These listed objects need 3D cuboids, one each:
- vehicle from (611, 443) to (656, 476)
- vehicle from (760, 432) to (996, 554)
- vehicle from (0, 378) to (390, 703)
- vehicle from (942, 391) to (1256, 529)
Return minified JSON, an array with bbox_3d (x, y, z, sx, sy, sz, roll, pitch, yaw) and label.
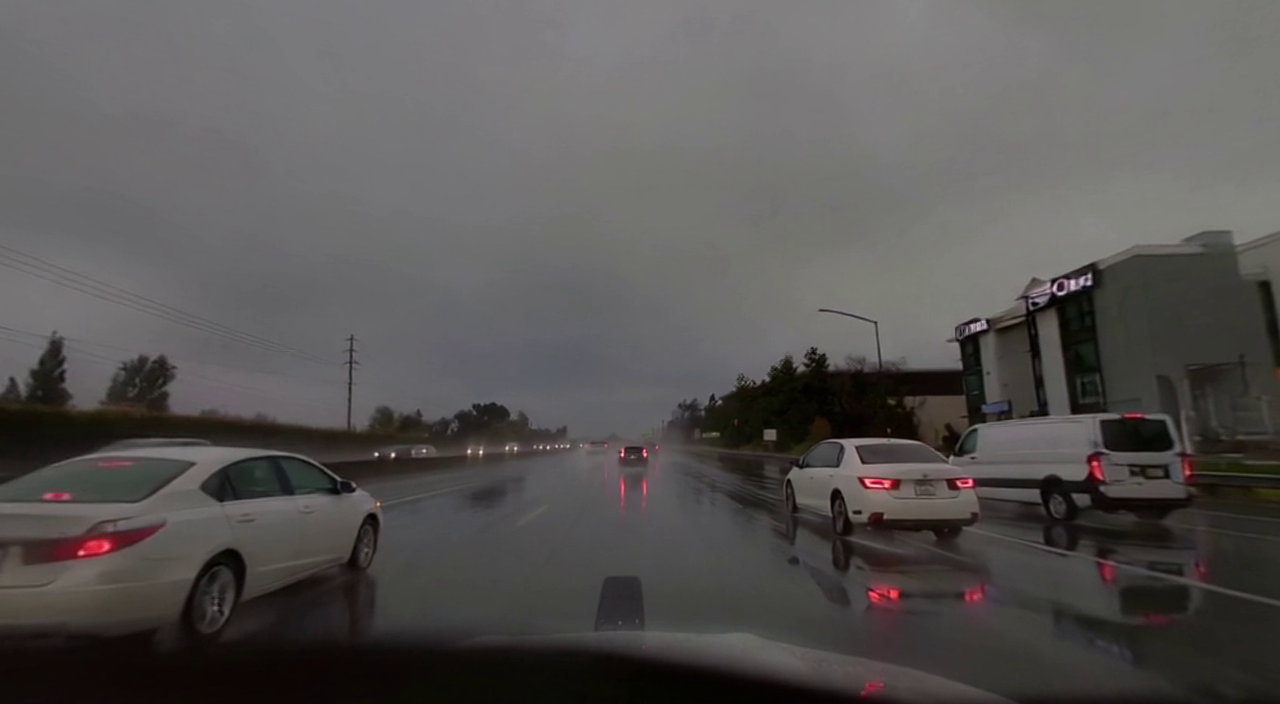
[{"bbox_3d":[-0.338,5.167,30.455,2.019,1.472,3.971,0,-8,-2],"label":"vehicle"},{"bbox_3d":[3.467,2.127,10.306,1.995,1.533,4.463,0,-8,-2],"label":"vehicle"},{"bbox_3d":[-3.766,1.149,4.276,2.251,1.575,4.488,0,-8,0],"label":"vehicle"},{"bbox_3d":[8.976,2.192,13.260,2.349,2.280,5.423,0,-9,-2],"label":"vehicle"}]
